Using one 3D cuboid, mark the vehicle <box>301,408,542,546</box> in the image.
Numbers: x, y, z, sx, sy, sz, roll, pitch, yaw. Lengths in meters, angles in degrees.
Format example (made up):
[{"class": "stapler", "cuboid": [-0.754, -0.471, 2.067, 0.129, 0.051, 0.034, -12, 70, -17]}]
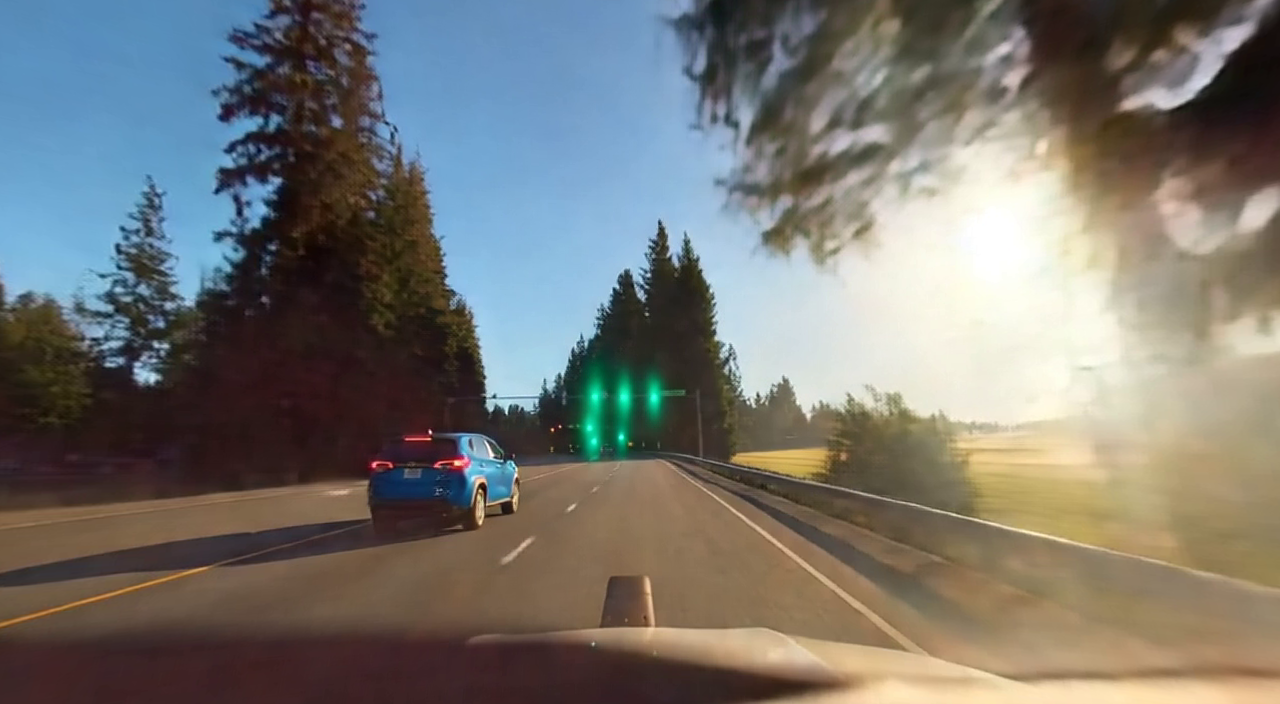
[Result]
[{"class": "vehicle", "cuboid": [-3.378, 2.075, 11.157, 2.336, 1.857, 4.986, 0, -8, 2]}]
